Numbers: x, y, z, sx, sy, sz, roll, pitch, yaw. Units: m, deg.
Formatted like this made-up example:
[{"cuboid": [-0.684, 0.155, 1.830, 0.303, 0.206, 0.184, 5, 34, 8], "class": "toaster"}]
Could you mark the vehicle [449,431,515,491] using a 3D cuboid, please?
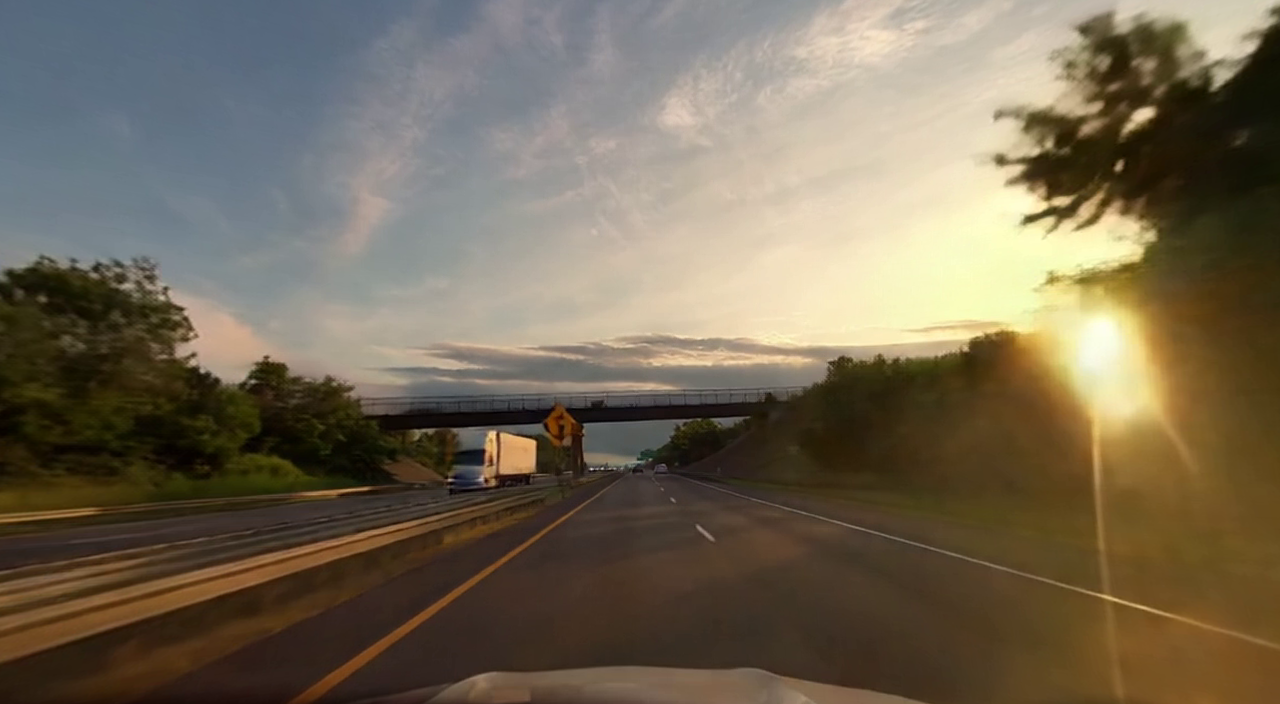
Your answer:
[{"cuboid": [-11.339, 7.991, 45.997, 3.027, 3.994, 6.031, 1, -10, 1], "class": "vehicle"}]
